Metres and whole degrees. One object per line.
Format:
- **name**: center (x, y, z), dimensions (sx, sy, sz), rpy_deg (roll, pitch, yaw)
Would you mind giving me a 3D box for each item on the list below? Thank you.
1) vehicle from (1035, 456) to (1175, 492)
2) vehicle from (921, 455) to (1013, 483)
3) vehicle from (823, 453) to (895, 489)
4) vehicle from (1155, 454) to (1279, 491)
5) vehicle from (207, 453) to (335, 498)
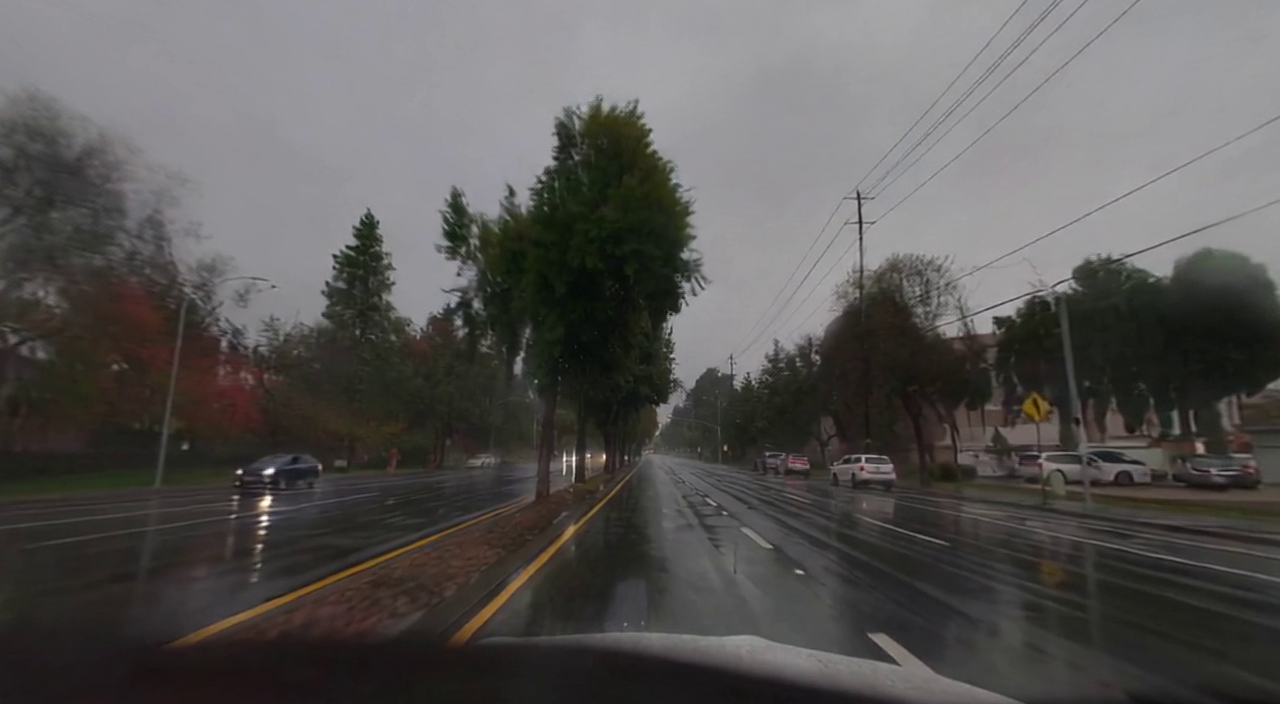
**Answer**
- **vehicle**: center (20.552, 5.391, 28.005), dimensions (4.664, 1.504, 1.816), rpy_deg (0, -8, 1)
- **vehicle**: center (19.804, 7.095, 38.409), dimensions (4.643, 1.520, 1.894), rpy_deg (-3, -9, 18)
- **vehicle**: center (12.027, 6.545, 34.979), dimensions (2.182, 1.768, 4.904), rpy_deg (0, -8, 0)
- **vehicle**: center (25.543, 5.265, 27.492), dimensions (4.368, 1.394, 1.983), rpy_deg (2, -10, 1)
- **vehicle**: center (-13.941, 4.669, 24.186), dimensions (2.047, 1.467, 4.611), rpy_deg (0, -8, 1)
